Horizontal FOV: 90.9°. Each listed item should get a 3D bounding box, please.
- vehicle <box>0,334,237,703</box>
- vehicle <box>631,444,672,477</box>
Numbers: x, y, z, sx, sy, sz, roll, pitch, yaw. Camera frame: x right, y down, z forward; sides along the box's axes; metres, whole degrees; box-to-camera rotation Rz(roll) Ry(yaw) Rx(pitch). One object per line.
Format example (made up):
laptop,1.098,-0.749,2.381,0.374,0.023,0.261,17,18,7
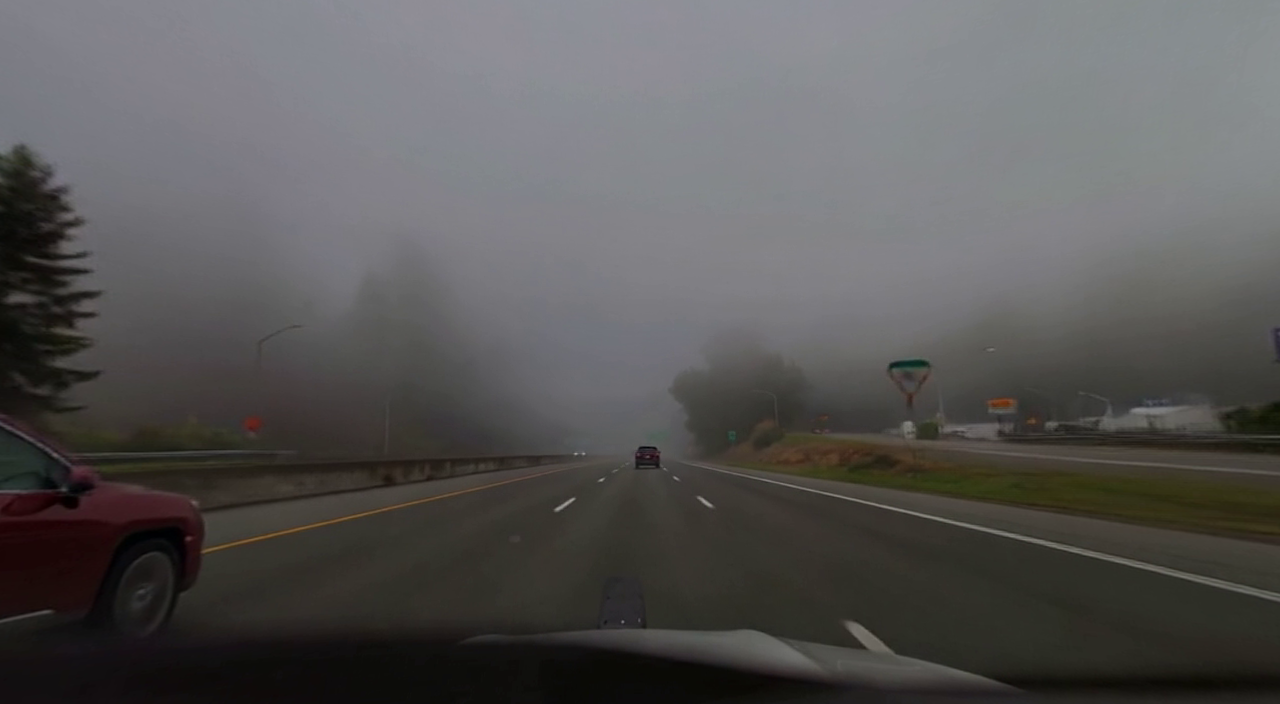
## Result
vehicle,-3.894,0.714,1.984,2.139,1.804,4.611,0,-9,0
vehicle,0.612,6.032,35.173,2.087,1.682,4.388,0,-9,0
